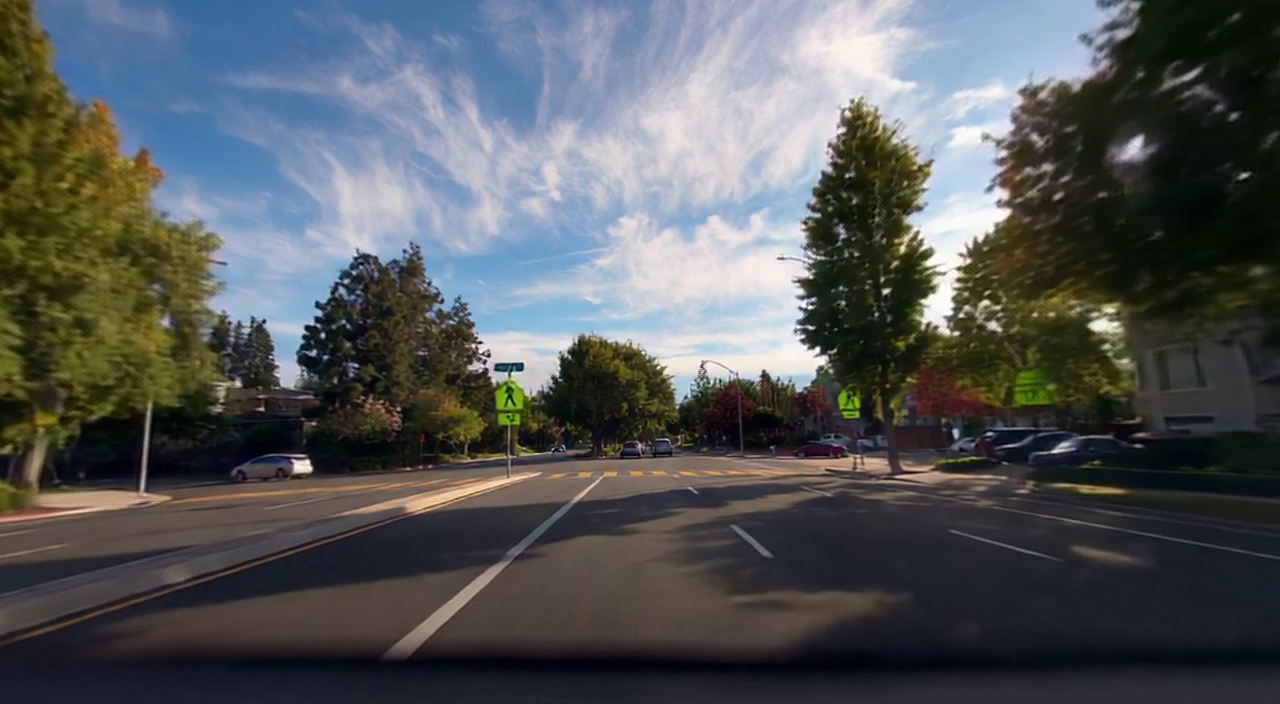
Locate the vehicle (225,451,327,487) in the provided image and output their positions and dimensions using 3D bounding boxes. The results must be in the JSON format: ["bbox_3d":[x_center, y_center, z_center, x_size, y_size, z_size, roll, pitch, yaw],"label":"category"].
[{"bbox_3d":[-20.327,6.531,35.412,4.534,1.724,1.952,-3,-9,1],"label":"vehicle"}]

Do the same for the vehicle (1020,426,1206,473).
[{"bbox_3d":[16.317,3.412,22.062,4.719,1.513,1.899,-2,-9,10],"label":"vehicle"}]

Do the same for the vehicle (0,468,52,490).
[{"bbox_3d":[-48.211,9.770,48.480,1.752,1.487,4.464,-2,-8,1],"label":"vehicle"}]
